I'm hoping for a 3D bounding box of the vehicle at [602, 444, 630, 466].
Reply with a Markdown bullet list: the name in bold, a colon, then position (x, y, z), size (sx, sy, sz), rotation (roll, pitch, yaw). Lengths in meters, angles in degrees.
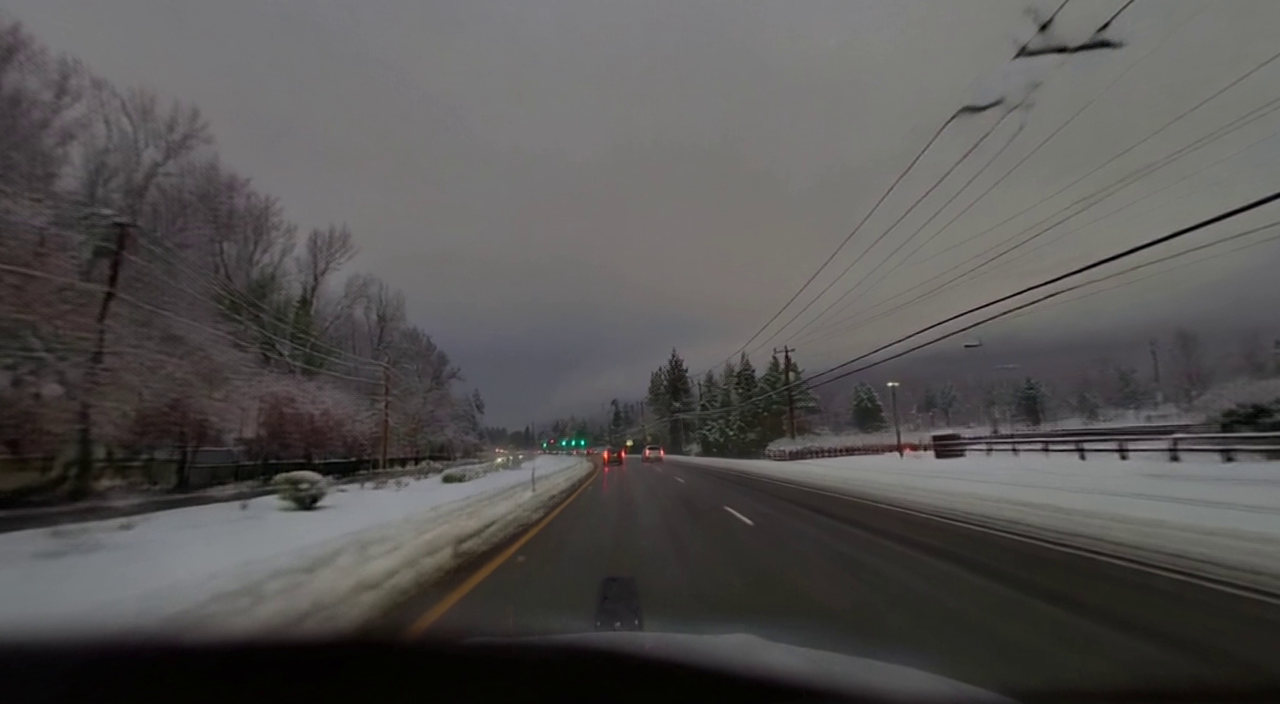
- **vehicle**: position (-1.925, 7.982, 48.909), size (2.005, 1.633, 4.044), rotation (1, -8, -4)
